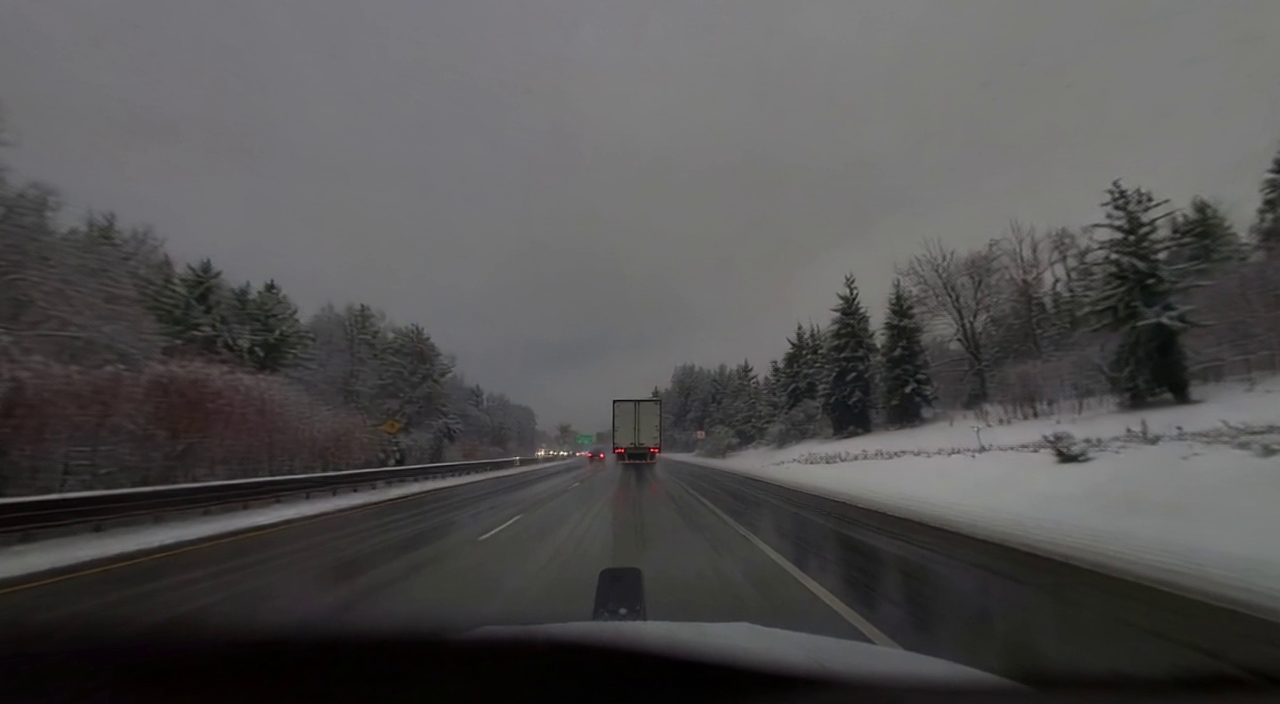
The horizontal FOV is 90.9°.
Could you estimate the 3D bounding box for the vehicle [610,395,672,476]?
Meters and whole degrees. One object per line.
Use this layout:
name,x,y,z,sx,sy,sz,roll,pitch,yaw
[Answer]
vehicle,0.033,4.758,34.972,2.959,3.828,9.617,0,-9,0
